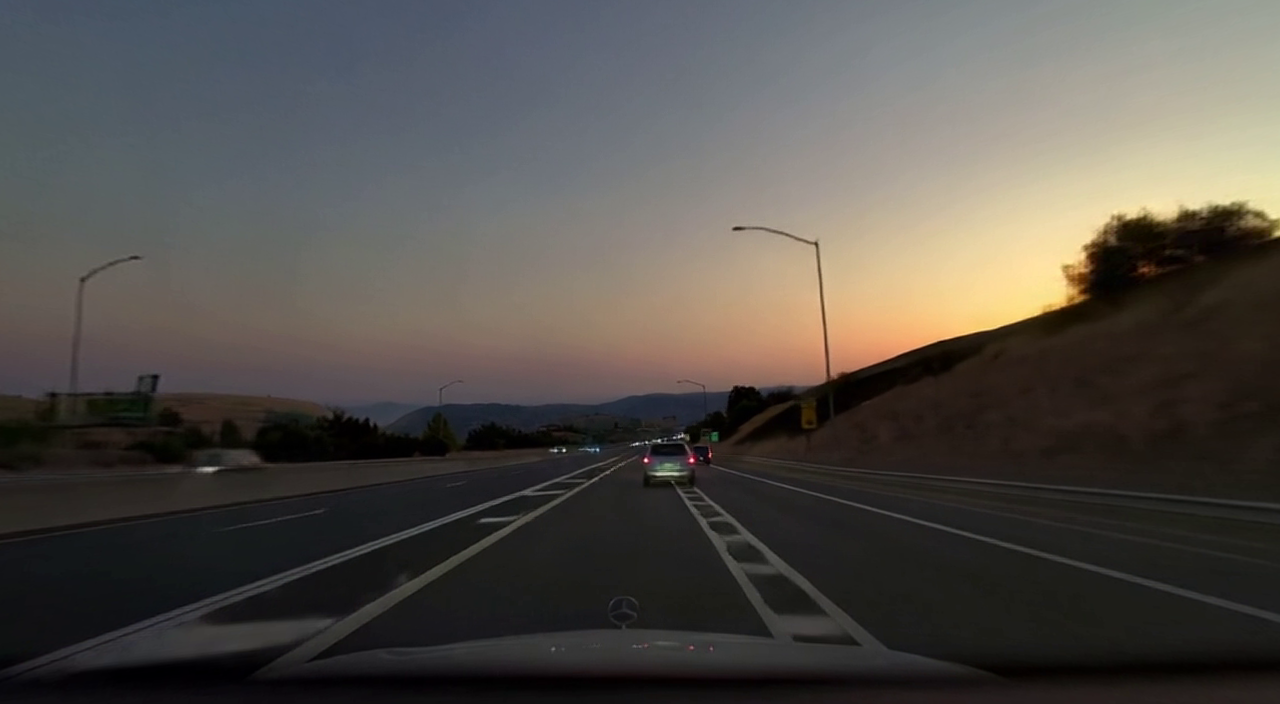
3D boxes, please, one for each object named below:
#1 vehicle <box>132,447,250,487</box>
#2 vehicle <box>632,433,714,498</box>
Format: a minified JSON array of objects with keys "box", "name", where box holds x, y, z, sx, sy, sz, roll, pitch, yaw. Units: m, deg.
[{"box":[-21.672,5.533,30.767,2.004,1.711,5.014,-1,-9,1],"name":"vehicle"},{"box":[0.935,3.325,18.874,2.143,1.693,4.513,-1,-9,2],"name":"vehicle"}]
